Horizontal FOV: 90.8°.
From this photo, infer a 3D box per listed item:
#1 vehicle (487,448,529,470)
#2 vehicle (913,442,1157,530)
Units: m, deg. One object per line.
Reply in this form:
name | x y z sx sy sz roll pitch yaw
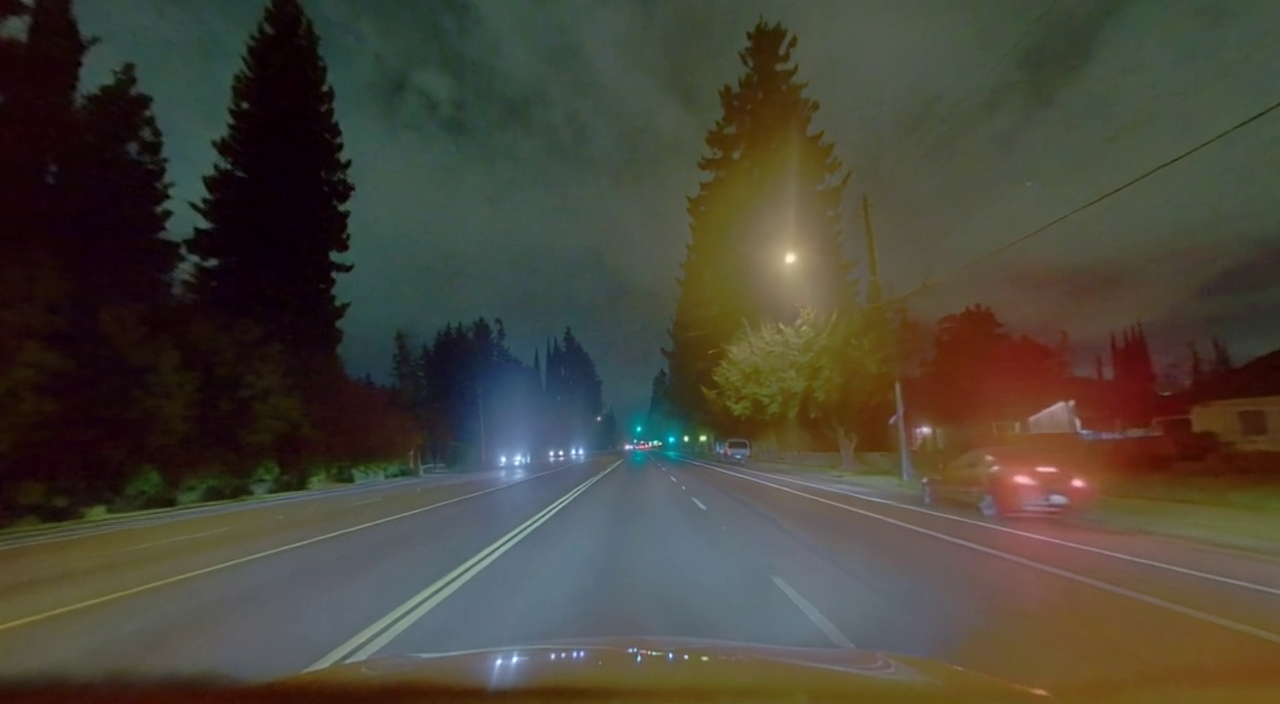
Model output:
vehicle | -9.662 7.886 46.631 2.061 1.490 4.637 0 -8 1
vehicle | 7.609 2.585 12.913 1.967 1.449 4.645 0 -8 0
